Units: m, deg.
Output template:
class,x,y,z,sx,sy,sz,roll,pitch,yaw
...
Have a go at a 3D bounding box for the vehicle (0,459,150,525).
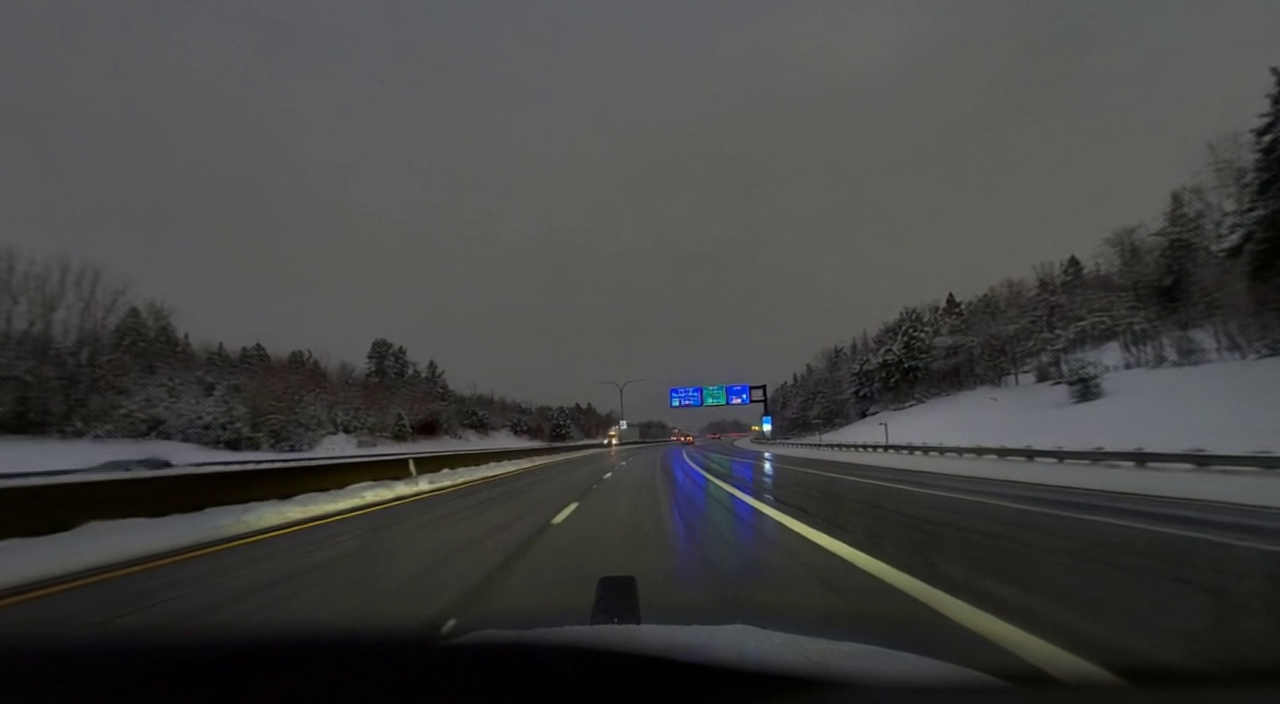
class,x,y,z,sx,sy,sz,roll,pitch,yaw
vehicle,-15.752,3.692,17.018,1.938,1.469,3.725,-1,-8,0
